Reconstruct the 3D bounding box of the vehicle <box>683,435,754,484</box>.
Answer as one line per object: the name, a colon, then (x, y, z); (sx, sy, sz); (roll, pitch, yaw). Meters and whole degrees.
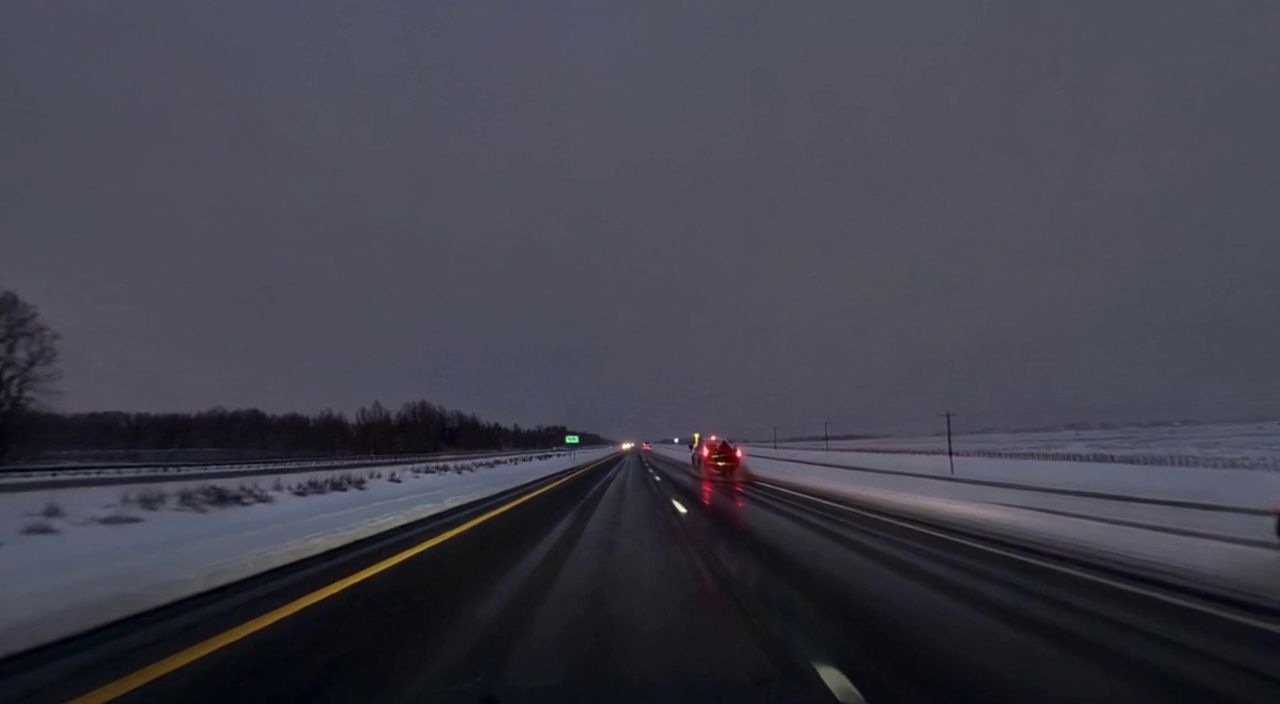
vehicle: (3.056, 4.304, 25.715); (2.141, 1.785, 4.778); (0, -8, -2)
